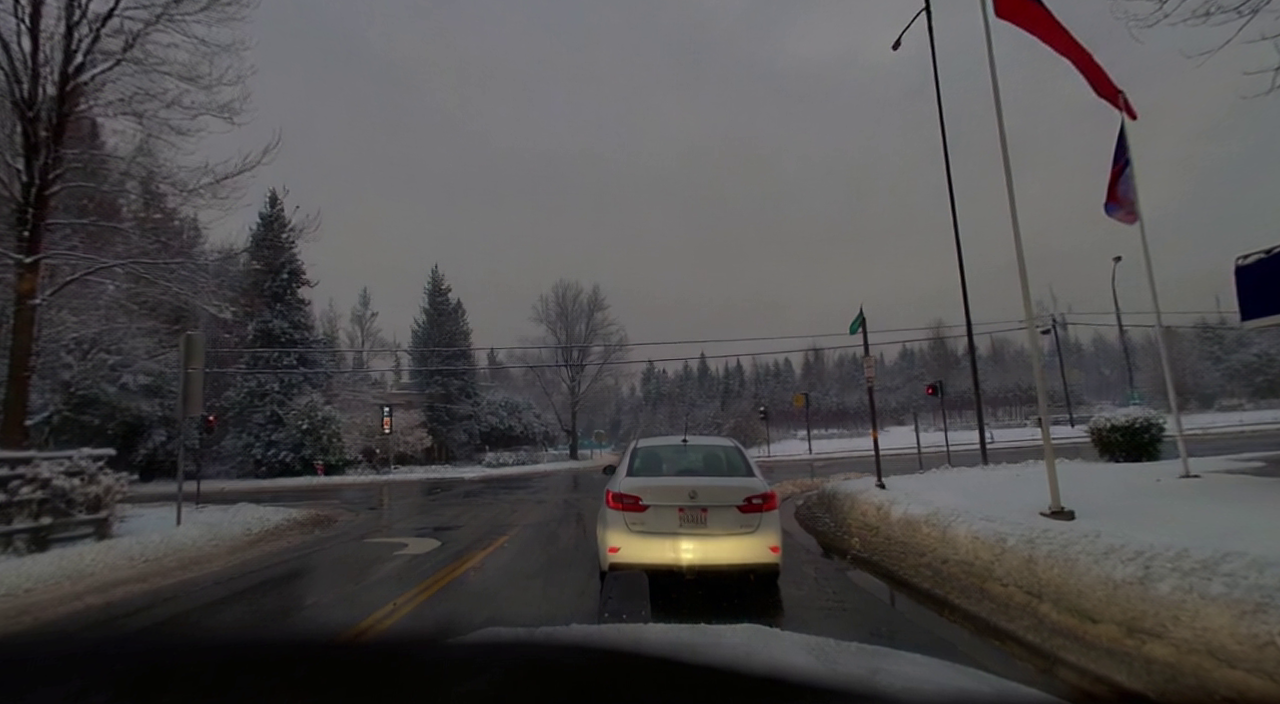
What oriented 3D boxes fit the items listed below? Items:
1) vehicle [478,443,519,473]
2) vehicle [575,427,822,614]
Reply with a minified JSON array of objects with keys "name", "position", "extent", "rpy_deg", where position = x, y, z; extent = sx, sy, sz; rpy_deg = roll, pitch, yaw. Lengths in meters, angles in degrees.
[{"name":"vehicle","position":[-9.985,7.490,44.740],"extent":[2.212,1.948,4.537],"rpy_deg":[0,-9,-5]},{"name":"vehicle","position":[0.385,1.637,6.954],"extent":[1.985,1.463,3.647],"rpy_deg":[0,-9,-3]}]
